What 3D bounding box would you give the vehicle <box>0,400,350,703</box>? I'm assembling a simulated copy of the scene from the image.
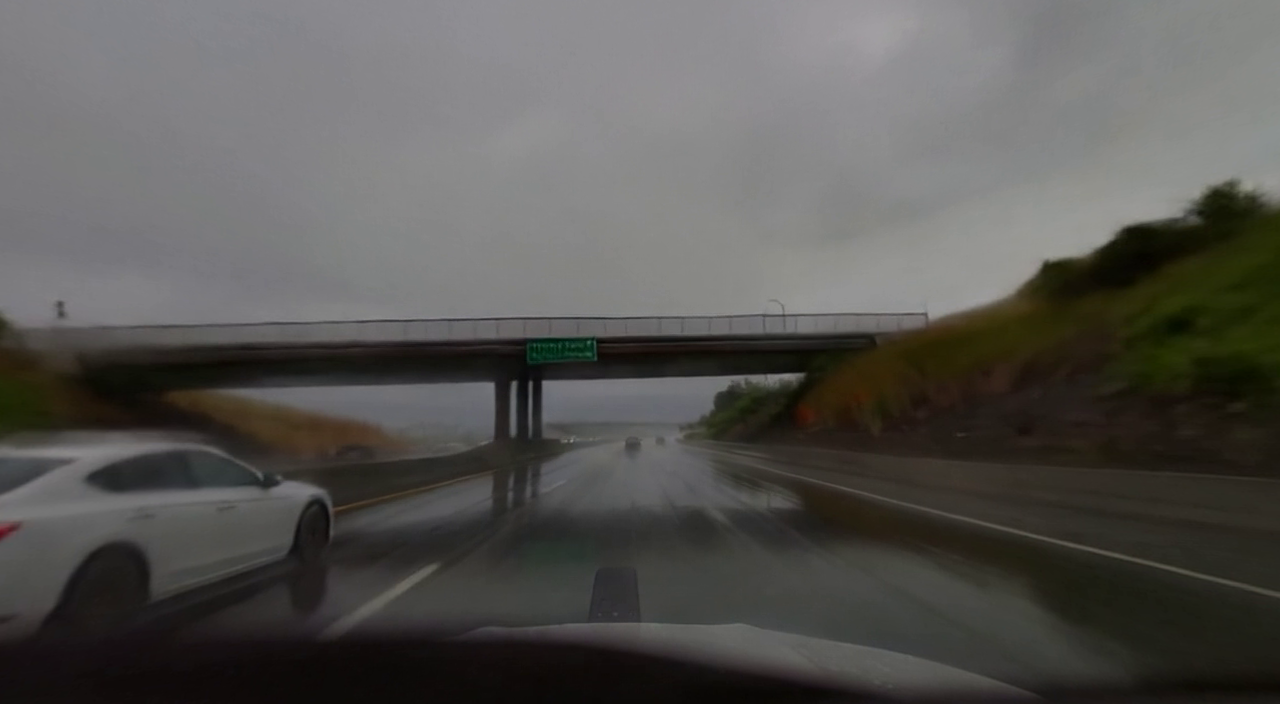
[{"bbox_3d":[-4.009,1.169,4.462,1.981,1.475,4.084,0,-8,0],"label":"vehicle"}]
